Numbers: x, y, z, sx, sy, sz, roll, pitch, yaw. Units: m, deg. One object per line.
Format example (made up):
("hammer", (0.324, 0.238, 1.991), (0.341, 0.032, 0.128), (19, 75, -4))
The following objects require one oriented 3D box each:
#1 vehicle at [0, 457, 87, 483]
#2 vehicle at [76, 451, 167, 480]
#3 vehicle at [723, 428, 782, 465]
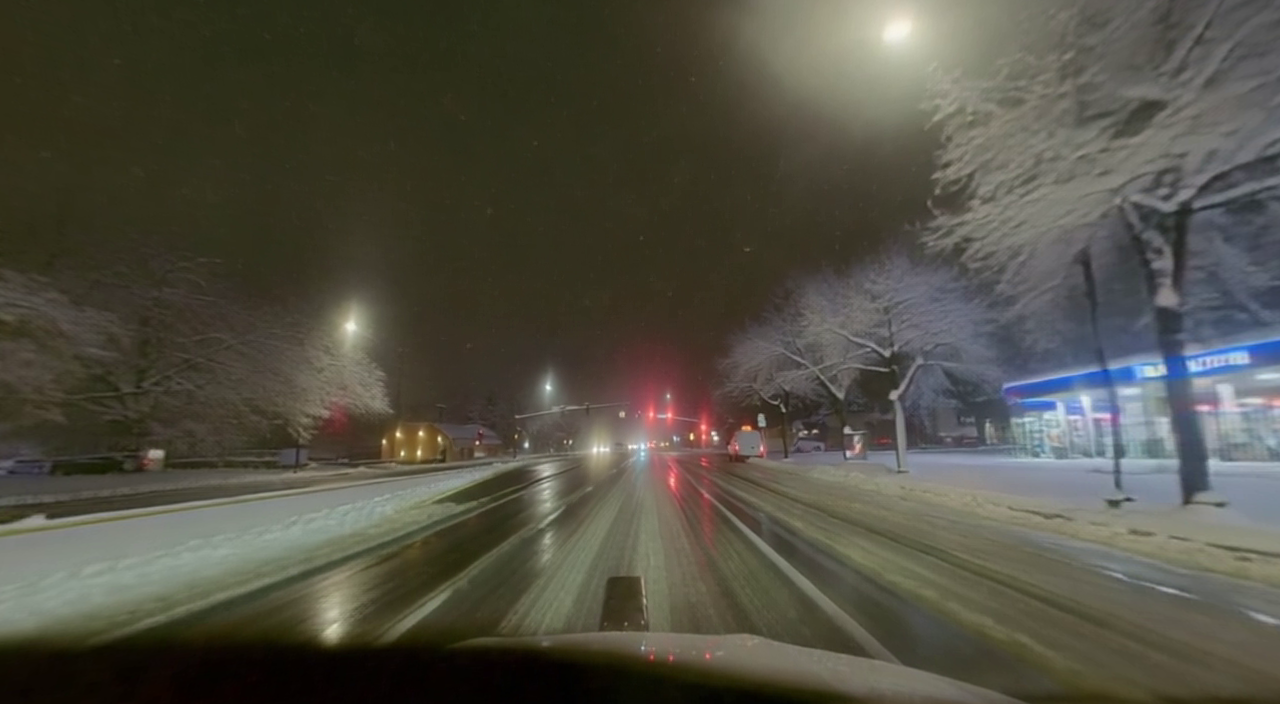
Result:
("vehicle", (-42.014, 8.297, 44.420), (1.898, 1.619, 4.511), (0, -8, 0))
("vehicle", (-36.907, 8.052, 45.103), (2.112, 1.854, 5.033), (0, -8, 1))
("vehicle", (7.633, 6.524, 43.608), (2.764, 2.327, 6.492), (0, -8, 0))
